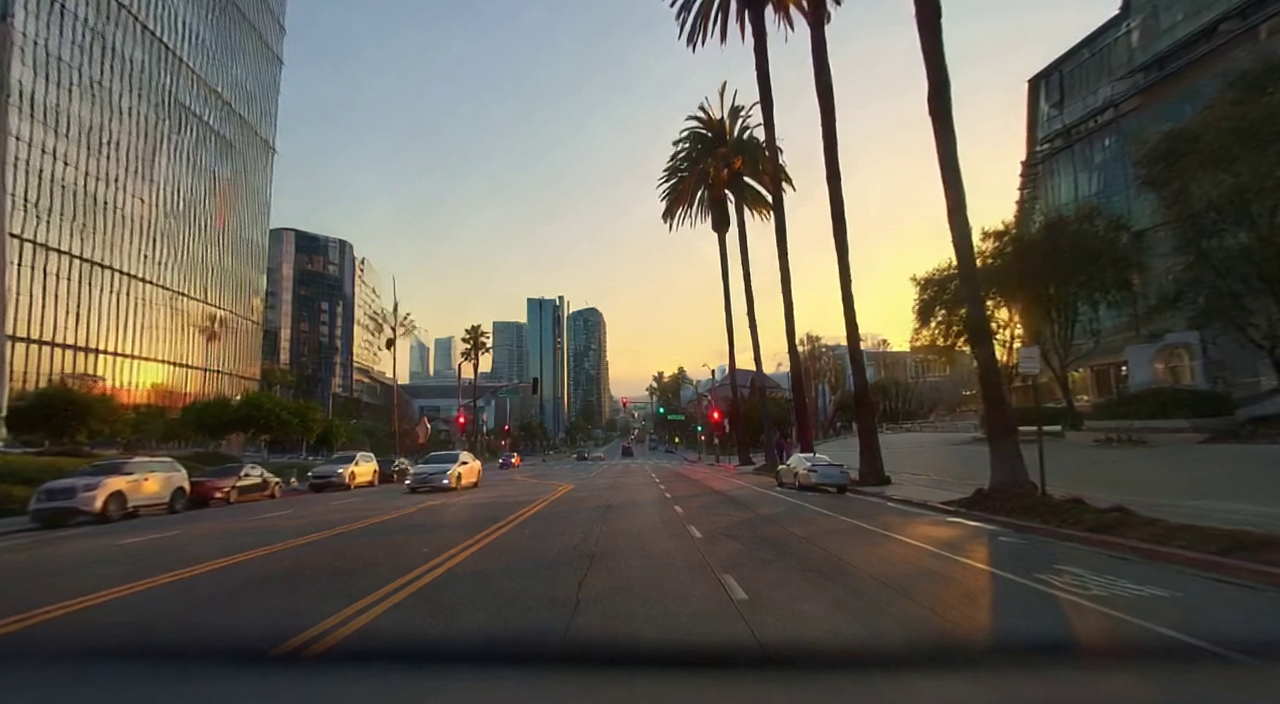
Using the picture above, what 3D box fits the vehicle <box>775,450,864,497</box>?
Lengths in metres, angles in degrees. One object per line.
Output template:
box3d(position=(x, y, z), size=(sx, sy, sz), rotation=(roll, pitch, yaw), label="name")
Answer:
box3d(position=(5.655, 3.855, 20.387), size=(1.784, 1.350, 3.677), rotation=(0, -8, 0), label="vehicle")

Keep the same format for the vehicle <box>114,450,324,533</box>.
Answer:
box3d(position=(-9.938, 3.266, 15.522), size=(1.952, 1.531, 4.750), rotation=(-4, -8, 0), label="vehicle")

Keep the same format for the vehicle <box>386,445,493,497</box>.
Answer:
box3d(position=(-6.502, 3.882, 21.090), size=(2.069, 1.512, 4.406), rotation=(0, -8, 1), label="vehicle")

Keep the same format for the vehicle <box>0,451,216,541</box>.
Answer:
box3d(position=(-13.308, 3.524, 16.133), size=(1.993, 1.706, 4.469), rotation=(-6, -8, -2), label="vehicle")
